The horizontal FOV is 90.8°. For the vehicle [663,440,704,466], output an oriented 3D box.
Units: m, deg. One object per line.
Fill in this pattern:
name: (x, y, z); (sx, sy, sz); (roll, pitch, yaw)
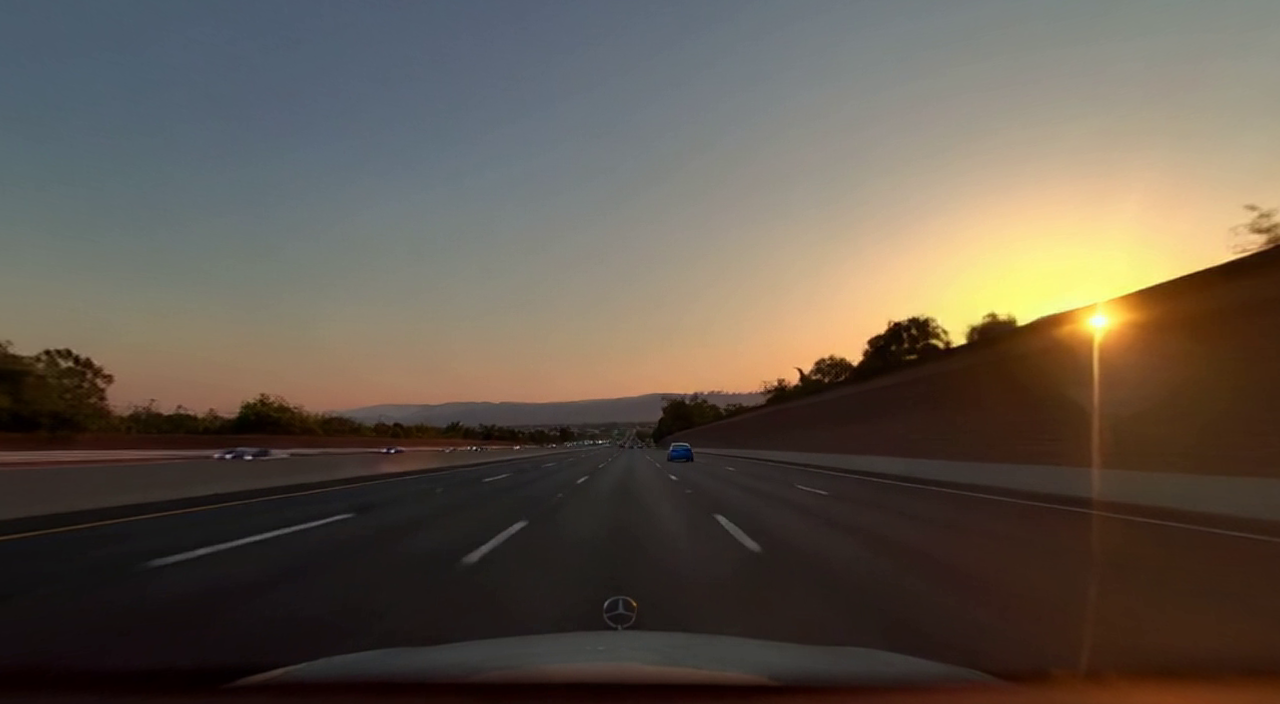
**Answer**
vehicle: (2.766, 6.504, 40.937); (2.270, 1.615, 3.770); (0, -8, -2)
